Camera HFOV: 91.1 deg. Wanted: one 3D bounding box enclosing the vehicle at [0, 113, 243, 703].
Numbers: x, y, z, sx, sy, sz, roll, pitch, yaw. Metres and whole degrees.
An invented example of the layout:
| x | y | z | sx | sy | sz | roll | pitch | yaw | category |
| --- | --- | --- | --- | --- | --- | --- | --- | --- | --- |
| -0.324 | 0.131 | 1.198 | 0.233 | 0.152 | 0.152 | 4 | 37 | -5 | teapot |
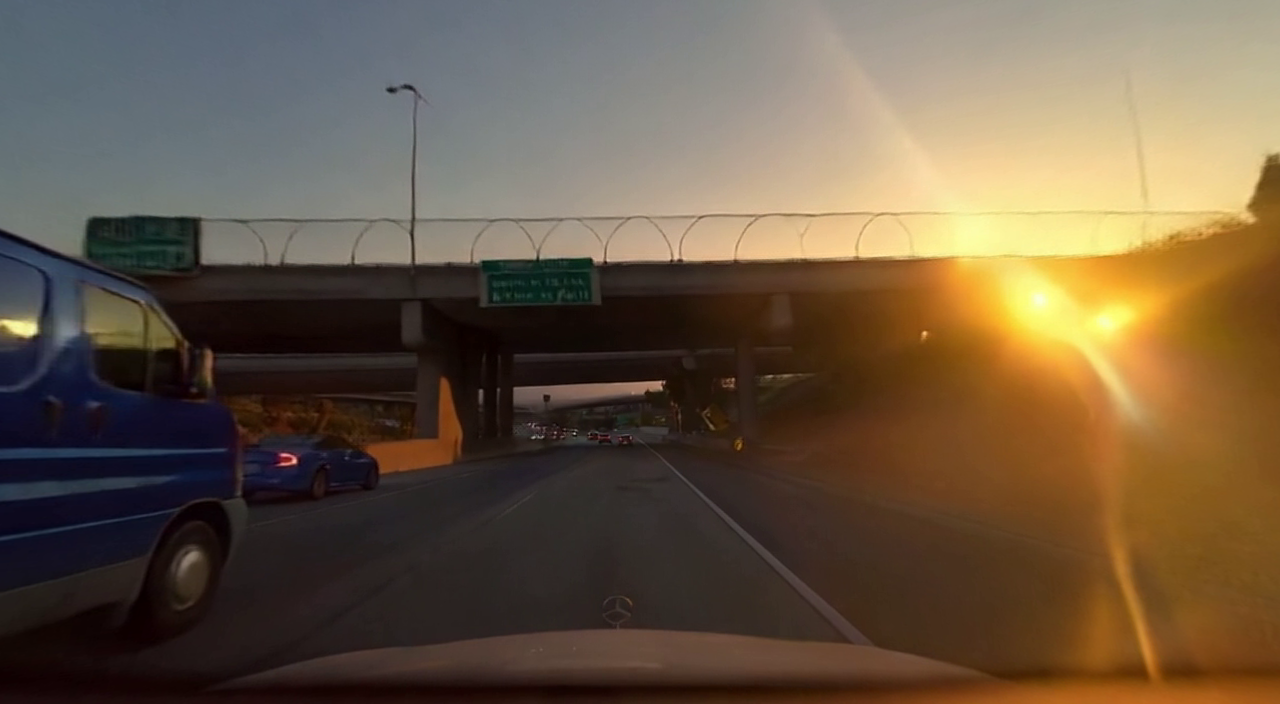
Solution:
| x | y | z | sx | sy | sz | roll | pitch | yaw | category |
| --- | --- | --- | --- | --- | --- | --- | --- | --- | --- |
| -4.204 | 0.016 | 0.876 | 2.428 | 2.782 | 7.330 | 0 | -8 | 0 | vehicle |

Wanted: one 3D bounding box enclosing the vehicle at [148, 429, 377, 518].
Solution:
| x | y | z | sx | sy | sz | roll | pitch | yaw | category |
| --- | --- | --- | --- | --- | --- | --- | --- | --- | --- |
| -7.192 | 2.318 | 12.659 | 1.949 | 1.465 | 4.318 | 0 | -8 | 0 | vehicle |
